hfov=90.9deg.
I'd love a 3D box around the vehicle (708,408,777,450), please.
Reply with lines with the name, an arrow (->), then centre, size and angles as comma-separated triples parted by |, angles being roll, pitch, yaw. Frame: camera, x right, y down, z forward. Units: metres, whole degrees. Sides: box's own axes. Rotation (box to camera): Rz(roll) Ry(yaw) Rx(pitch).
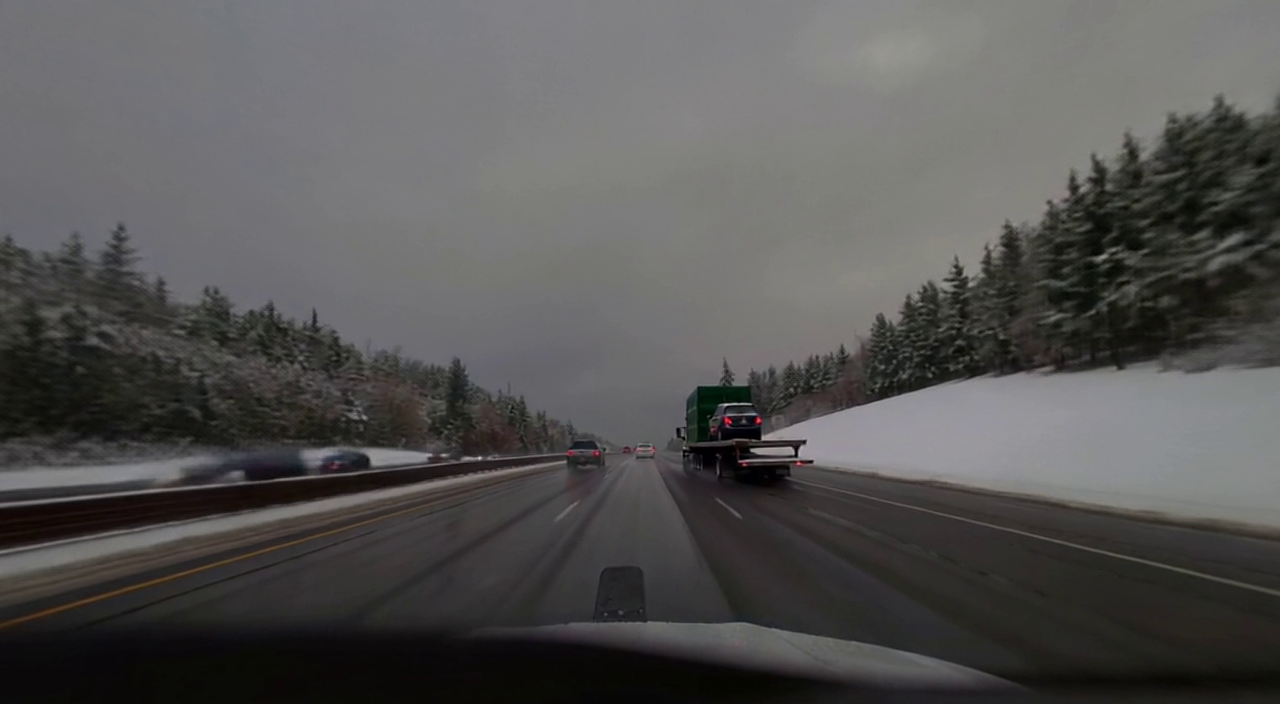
vehicle -> 4.034, 3.189, 25.443 | 1.968, 1.547, 4.215 | 0, -9, -2

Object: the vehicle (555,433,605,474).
vehicle -> -3.116, 5.410, 33.638 | 2.142, 2.044, 4.446 | 0, -9, 1

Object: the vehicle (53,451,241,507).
vehicle -> -14.444, 3.707, 18.891 | 2.039, 1.438, 4.371 | 0, -9, 1

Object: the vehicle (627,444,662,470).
vehicle -> 0.285, 6.585, 39.695 | 2.086, 1.497, 3.681 | 0, -9, 0

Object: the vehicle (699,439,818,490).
vehicle -> 4.135, 4.232, 24.300 | 2.654, 1.574, 9.537 | 0, -9, -1

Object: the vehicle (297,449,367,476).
vehicle -> -18.601, 6.672, 38.304 | 1.965, 1.479, 4.478 | 0, -9, 0
